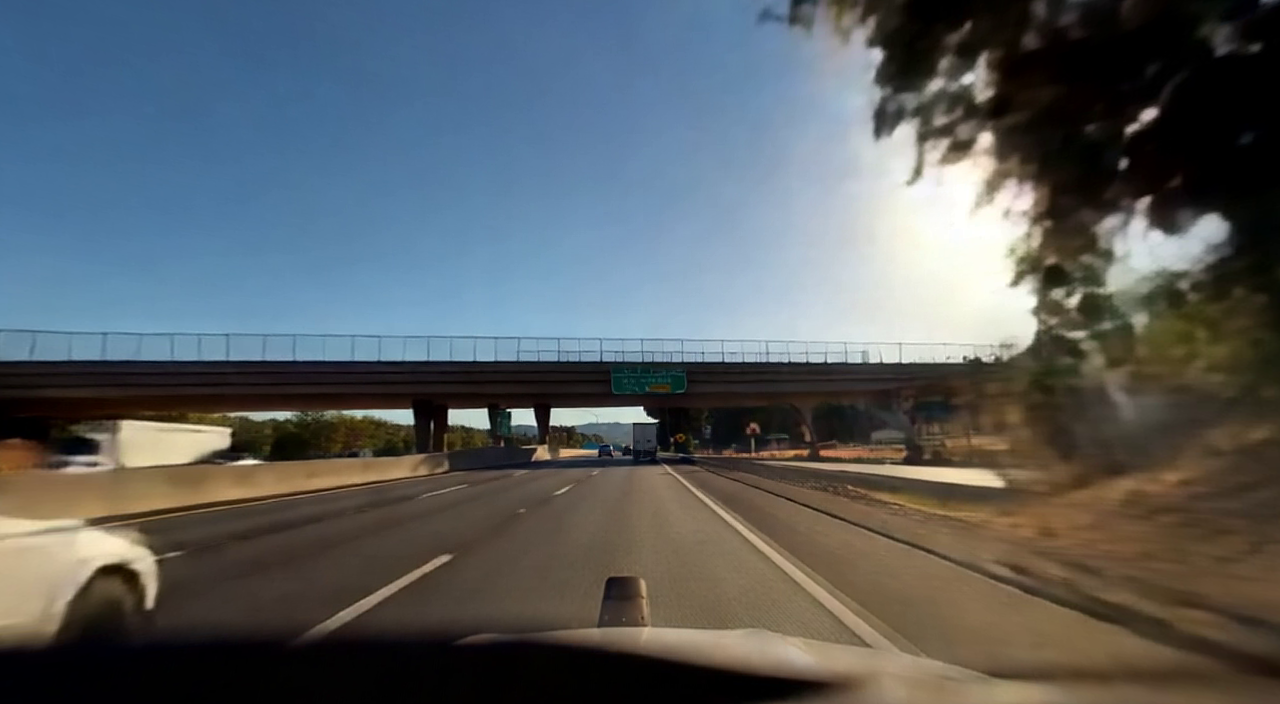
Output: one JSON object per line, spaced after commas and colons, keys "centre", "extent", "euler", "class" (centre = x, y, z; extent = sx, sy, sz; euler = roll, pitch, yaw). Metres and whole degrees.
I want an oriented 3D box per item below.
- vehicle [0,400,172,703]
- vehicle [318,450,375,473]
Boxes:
{"centre": [-4.402, 0.831, 1.786], "extent": [2.235, 1.593, 5.077], "euler": [0, -9, 0], "class": "vehicle"}
{"centre": [-20.045, 7.475, 43.193], "extent": [1.969, 1.433, 4.024], "euler": [0, -9, 0], "class": "vehicle"}
